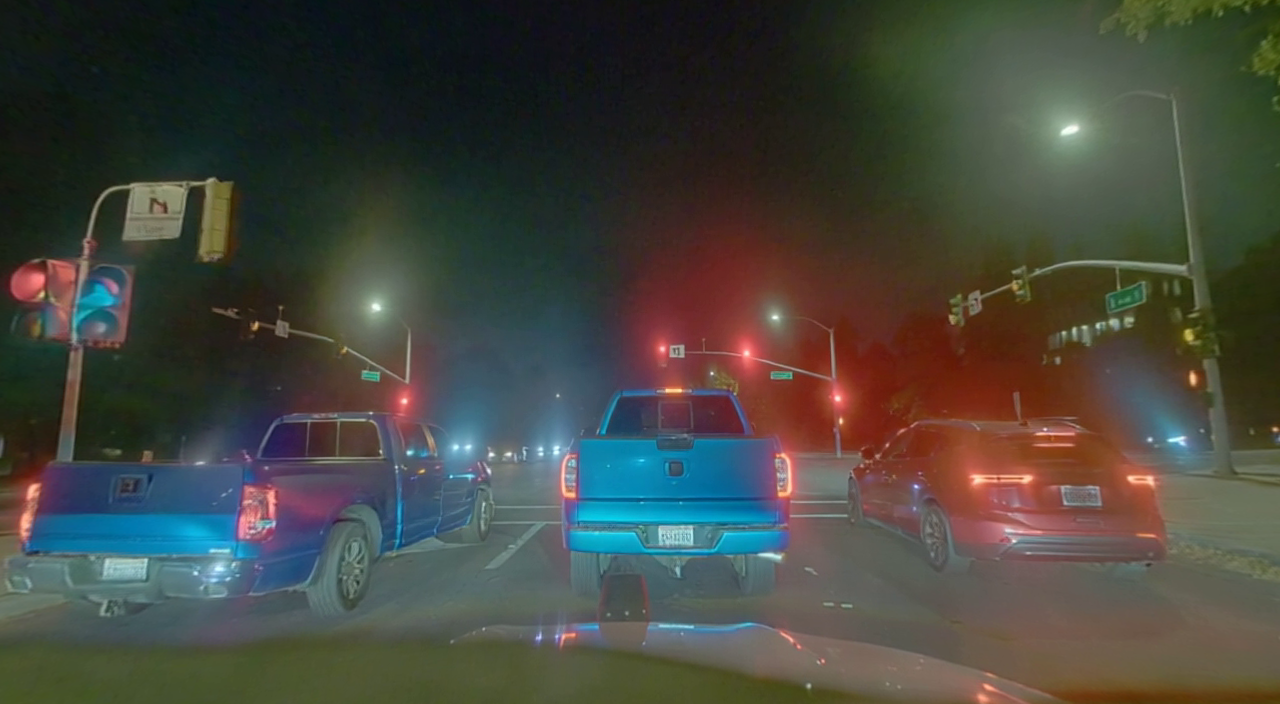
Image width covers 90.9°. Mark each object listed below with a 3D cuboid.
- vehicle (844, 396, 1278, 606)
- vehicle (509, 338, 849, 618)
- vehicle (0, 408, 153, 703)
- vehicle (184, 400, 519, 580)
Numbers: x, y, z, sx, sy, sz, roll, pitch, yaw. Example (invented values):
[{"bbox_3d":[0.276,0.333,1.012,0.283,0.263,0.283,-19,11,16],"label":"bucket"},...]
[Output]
[{"bbox_3d":[4.050,1.500,7.190,1.984,1.659,4.226,0,-8,0],"label":"vehicle"},{"bbox_3d":[0.326,1.274,7.156,2.505,2.084,4.768,0,-8,1],"label":"vehicle"},{"bbox_3d":[-3.387,0.708,0.655,1.998,1.481,4.656,0,-8,1],"label":"vehicle"},{"bbox_3d":[-3.291,1.691,8.580,2.125,1.739,4.707,0,-8,3],"label":"vehicle"}]
